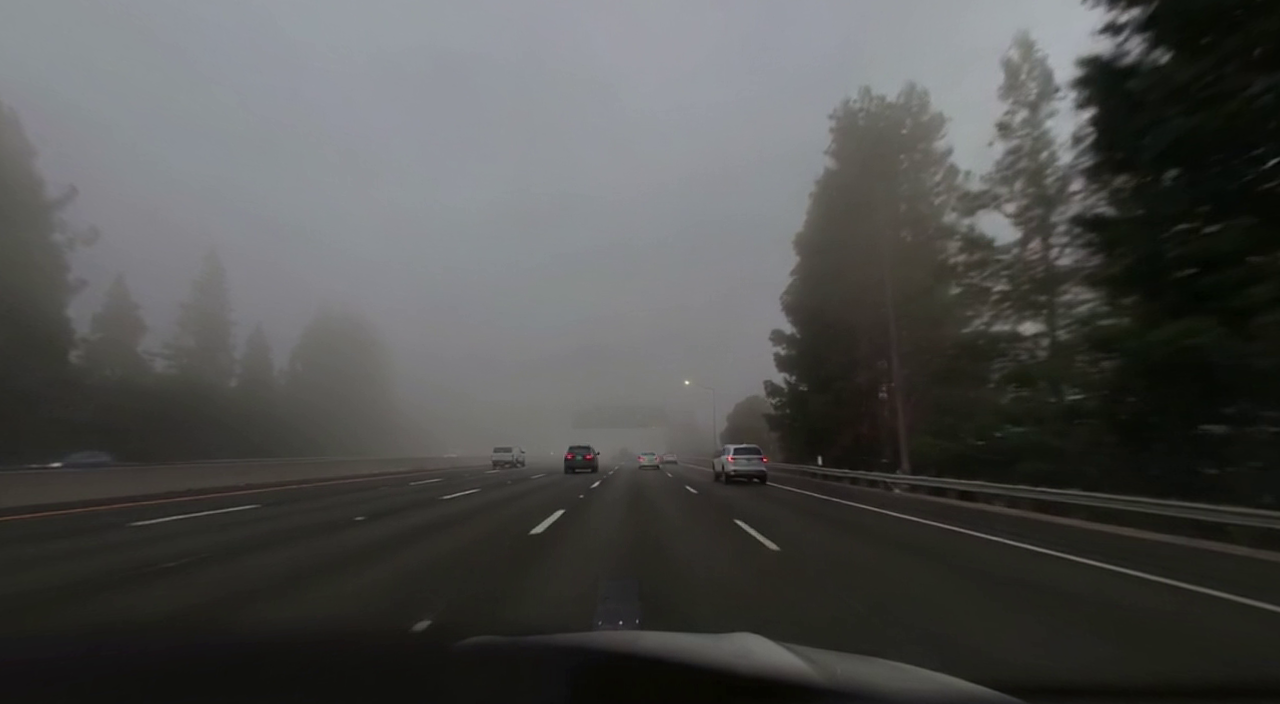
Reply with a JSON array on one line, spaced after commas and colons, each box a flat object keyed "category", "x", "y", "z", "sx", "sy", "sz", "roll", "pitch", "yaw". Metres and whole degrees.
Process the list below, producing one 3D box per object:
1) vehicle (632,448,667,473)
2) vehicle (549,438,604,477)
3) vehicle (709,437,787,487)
[{"category": "vehicle", "x": 0.604, "y": 6.975, "z": 40.789, "sx": 2.126, "sy": 1.529, "sz": 4.438, "roll": 0, "pitch": -9, "yaw": 1}, {"category": "vehicle", "x": -3.343, "y": 5.696, "z": 34.255, "sx": 2.449, "sy": 1.929, "sz": 5.503, "roll": 0, "pitch": -9, "yaw": -1}, {"category": "vehicle", "x": 4.127, "y": 4.314, "z": 25.020, "sx": 2.218, "sy": 1.776, "sz": 4.807, "roll": 0, "pitch": -9, "yaw": 0}]
